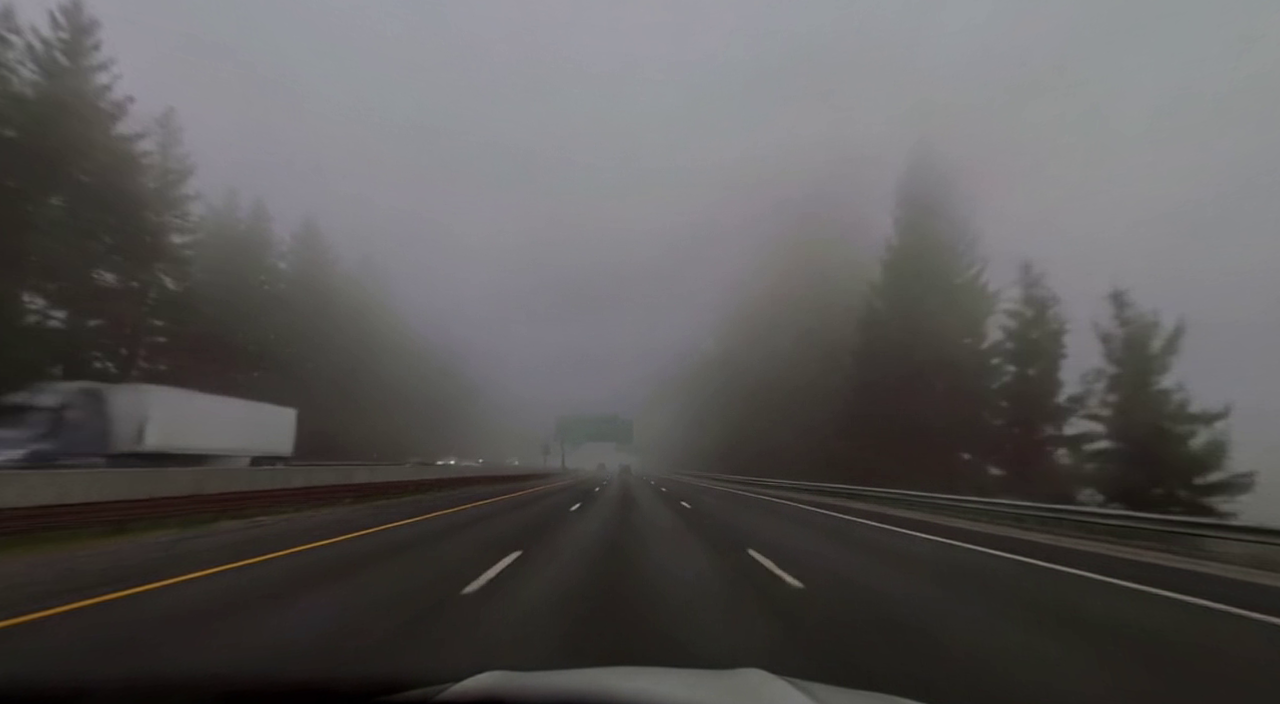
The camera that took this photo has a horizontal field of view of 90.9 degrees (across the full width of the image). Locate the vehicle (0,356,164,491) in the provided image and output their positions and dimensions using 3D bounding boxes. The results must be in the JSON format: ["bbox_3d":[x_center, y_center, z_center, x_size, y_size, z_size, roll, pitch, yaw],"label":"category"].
[{"bbox_3d":[-20.047,2.570,21.286,2.931,3.913,5.982,1,-10,0],"label":"vehicle"}]

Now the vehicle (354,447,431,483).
[{"bbox_3d":[-12.065,5.557,31.007,2.157,1.605,4.018,1,-10,-1],"label":"vehicle"}]
